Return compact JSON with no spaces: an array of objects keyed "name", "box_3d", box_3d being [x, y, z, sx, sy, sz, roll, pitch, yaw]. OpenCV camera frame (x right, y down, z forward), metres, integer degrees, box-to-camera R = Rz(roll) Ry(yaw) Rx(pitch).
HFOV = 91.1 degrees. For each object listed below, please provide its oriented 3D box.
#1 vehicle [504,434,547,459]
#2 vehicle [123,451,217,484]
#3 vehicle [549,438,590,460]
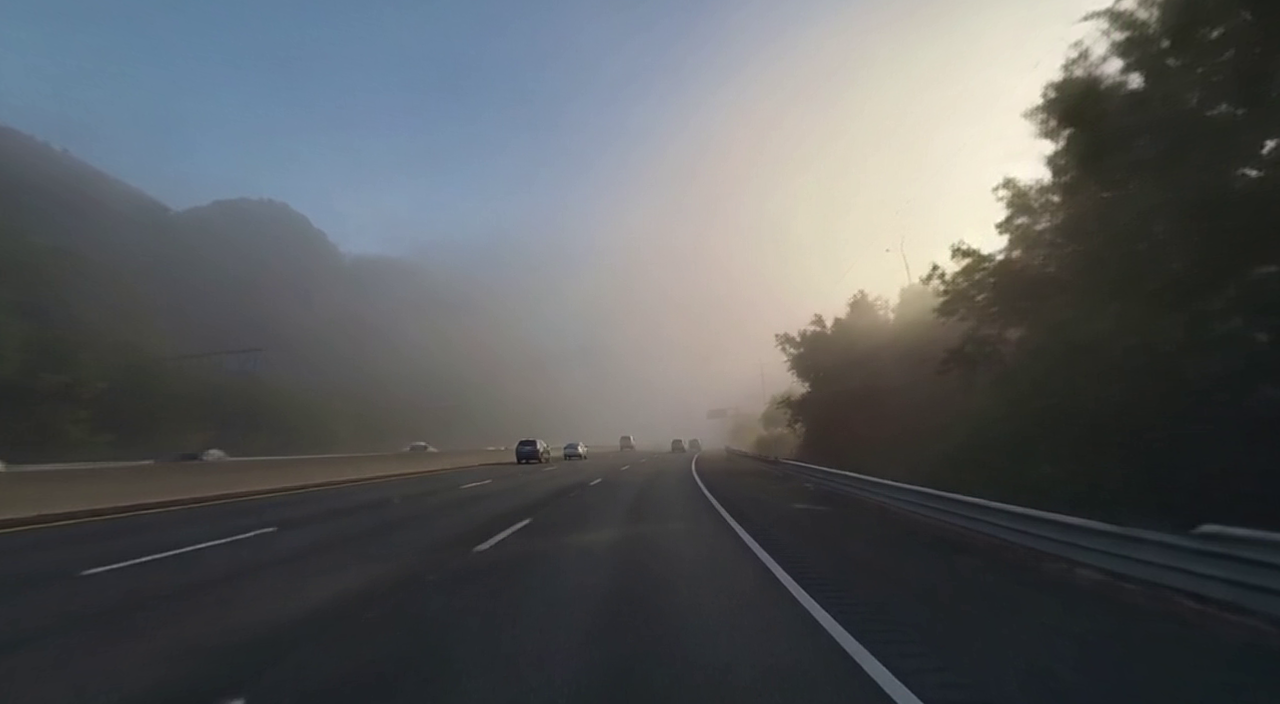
[{"name":"vehicle","box_3d":[-8.532,7.105,47.195,2.063,1.743,4.392,-1,-9,6]},{"name":"vehicle","box_3d":[-21.599,5.298,29.007,1.512,1.353,3.443,-1,-8,4]},{"name":"vehicle","box_3d":[-4.913,6.901,44.635,2.010,1.489,4.456,-1,-9,5]}]
